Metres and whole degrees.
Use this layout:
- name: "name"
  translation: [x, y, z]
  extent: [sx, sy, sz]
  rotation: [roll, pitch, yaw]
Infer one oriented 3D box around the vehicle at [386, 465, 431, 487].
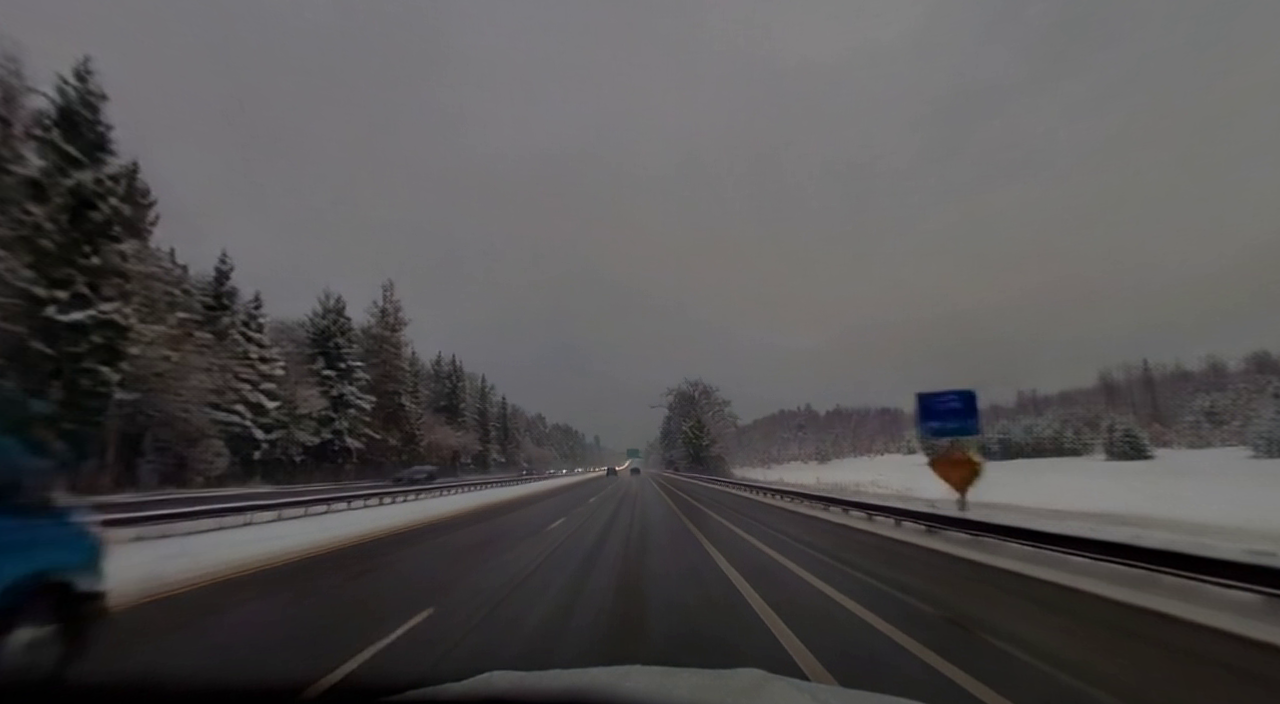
- name: "vehicle"
  translation: [-17.045, 9.121, 46.582]
  extent: [1.822, 1.505, 3.806]
  rotation: [1, -10, 0]
